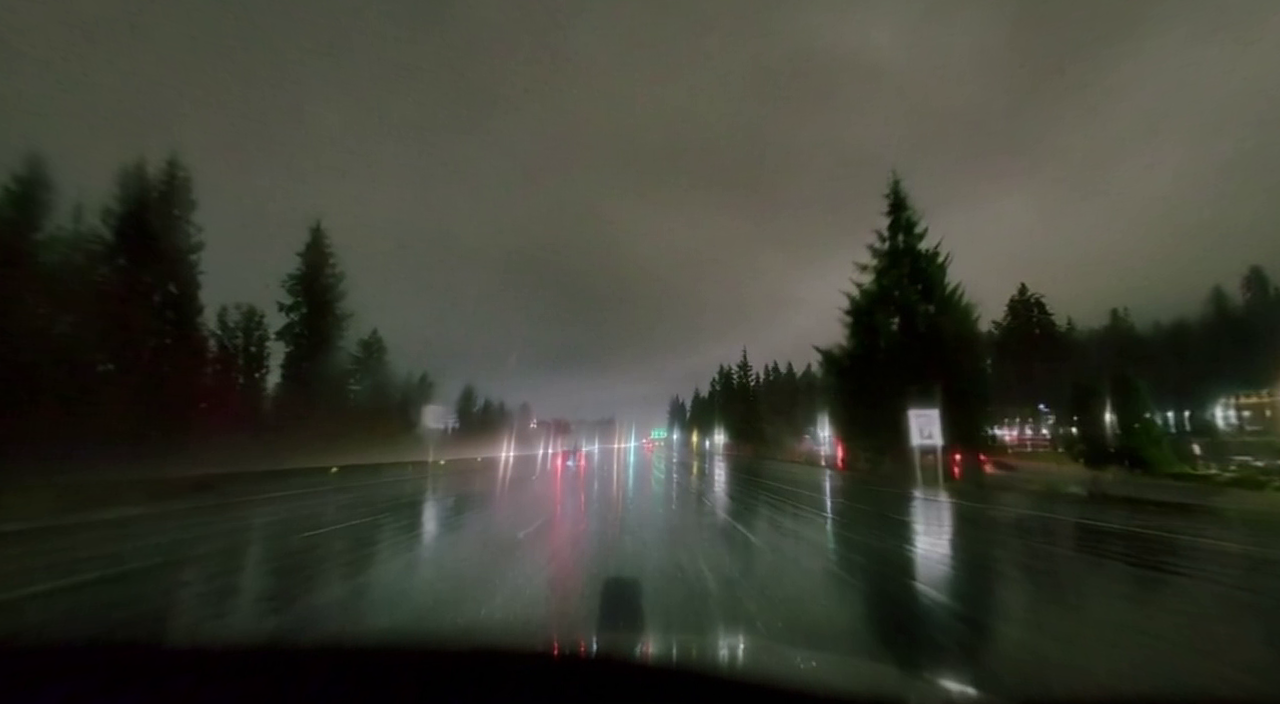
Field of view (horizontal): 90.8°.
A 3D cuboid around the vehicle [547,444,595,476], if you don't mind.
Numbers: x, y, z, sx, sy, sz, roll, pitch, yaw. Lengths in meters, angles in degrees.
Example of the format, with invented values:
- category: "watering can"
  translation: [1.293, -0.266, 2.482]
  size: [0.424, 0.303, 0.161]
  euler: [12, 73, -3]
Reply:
- category: "vehicle"
  translation: [-3.521, 5.642, 33.063]
  size: [1.979, 1.521, 4.147]
  euler: [0, -9, 1]
